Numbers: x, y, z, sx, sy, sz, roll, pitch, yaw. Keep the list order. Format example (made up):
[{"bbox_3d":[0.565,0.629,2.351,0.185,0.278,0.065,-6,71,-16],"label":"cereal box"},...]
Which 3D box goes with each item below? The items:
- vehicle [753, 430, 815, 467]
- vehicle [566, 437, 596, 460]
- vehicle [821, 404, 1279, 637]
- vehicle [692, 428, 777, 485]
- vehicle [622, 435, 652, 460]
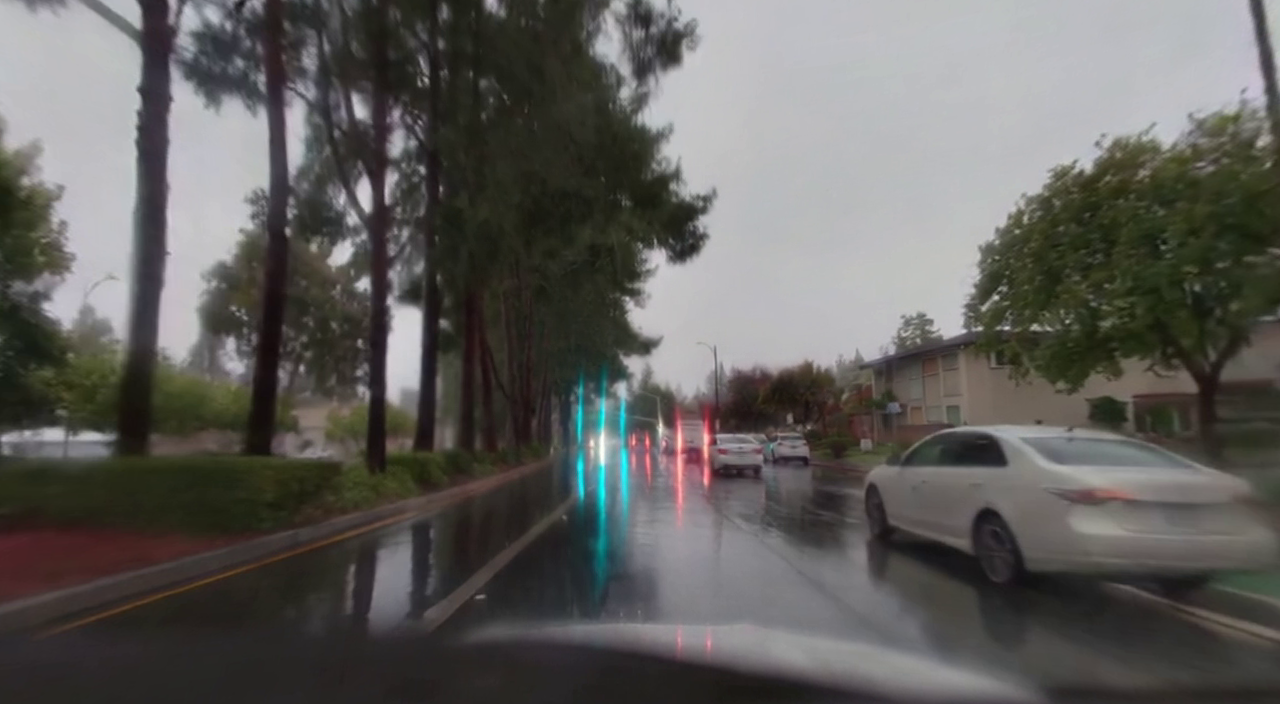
[{"bbox_3d":[7.744,5.198,34.444,2.014,1.767,4.910,2,-6,-4],"label":"vehicle"},{"bbox_3d":[-4.555,7.528,49.546,2.083,1.691,4.398,1,-8,-3],"label":"vehicle"},{"bbox_3d":[3.766,1.466,6.671,2.165,1.513,4.911,0,-8,-1],"label":"vehicle"},{"bbox_3d":[3.045,3.516,21.525,2.041,1.688,4.717,0,-8,-2],"label":"vehicle"},{"bbox_3d":[-0.233,6.843,45.430,2.052,1.693,4.554,0,-8,0],"label":"vehicle"}]
